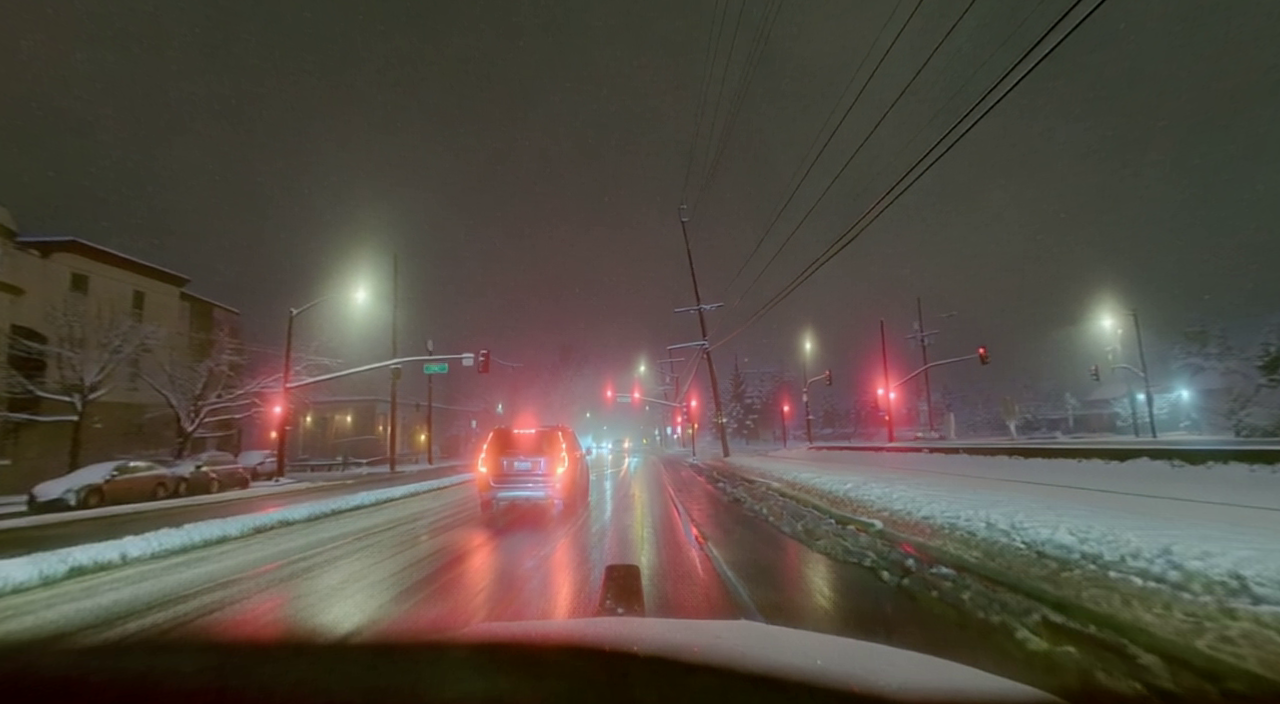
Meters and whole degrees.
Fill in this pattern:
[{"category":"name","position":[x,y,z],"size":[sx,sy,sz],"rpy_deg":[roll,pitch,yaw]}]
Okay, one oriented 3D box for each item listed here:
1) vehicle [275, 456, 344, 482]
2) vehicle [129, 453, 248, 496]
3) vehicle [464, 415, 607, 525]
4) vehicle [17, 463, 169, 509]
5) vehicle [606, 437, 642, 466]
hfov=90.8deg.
[{"category":"vehicle","position":[-20.148,7.107,38.734],"size":[1.826,1.430,4.426],"rpy_deg":[0,-9,0]},{"category":"vehicle","position":[-20.140,5.453,28.471],"size":[1.989,1.689,4.388],"rpy_deg":[0,-9,2]},{"category":"vehicle","position":[-1.785,2.215,12.277],"size":[2.022,1.757,4.041],"rpy_deg":[0,-9,1]},{"category":"vehicle","position":[-20.224,4.947,23.682],"size":[1.790,1.415,4.450],"rpy_deg":[0,-9,-2]},{"category":"vehicle","position":[-0.939,6.157,39.297],"size":[2.144,1.681,3.855],"rpy_deg":[0,-9,0]}]
